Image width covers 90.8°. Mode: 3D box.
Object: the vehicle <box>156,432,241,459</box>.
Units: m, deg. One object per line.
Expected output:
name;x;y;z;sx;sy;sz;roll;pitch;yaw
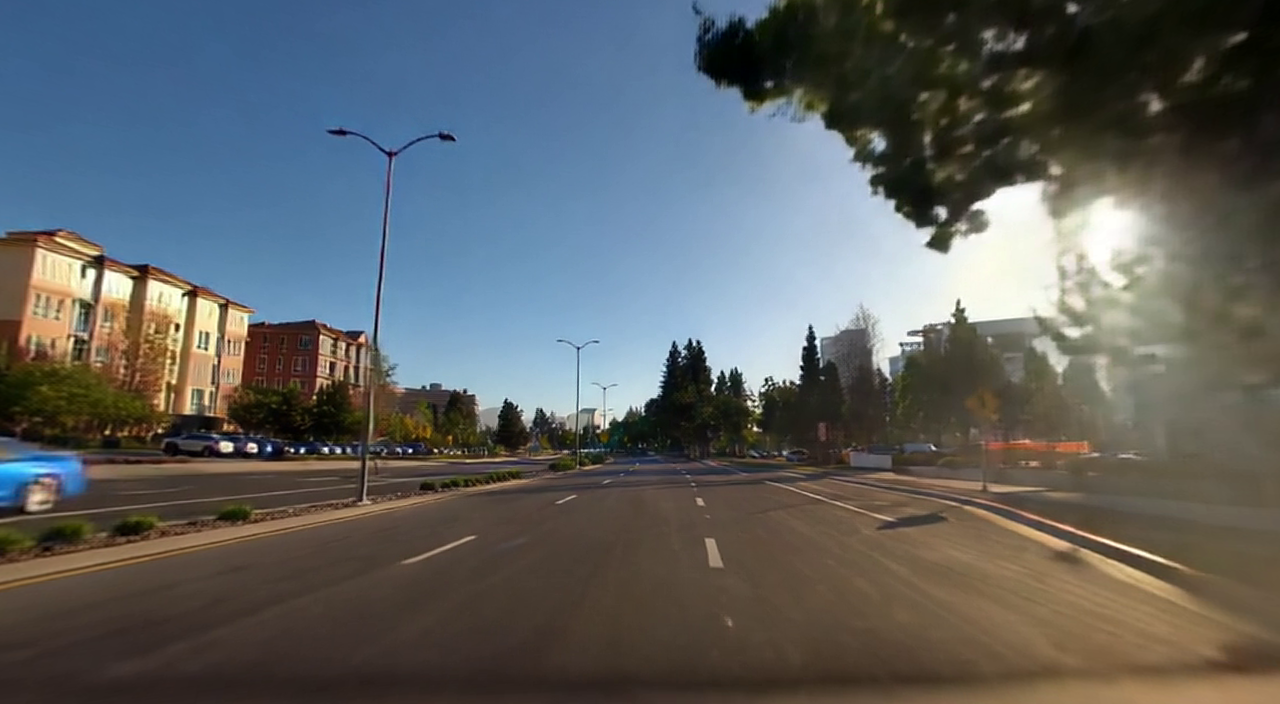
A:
vehicle;-32.893;6.981;47.216;4.579;1.962;2.161;2;-9;-16
